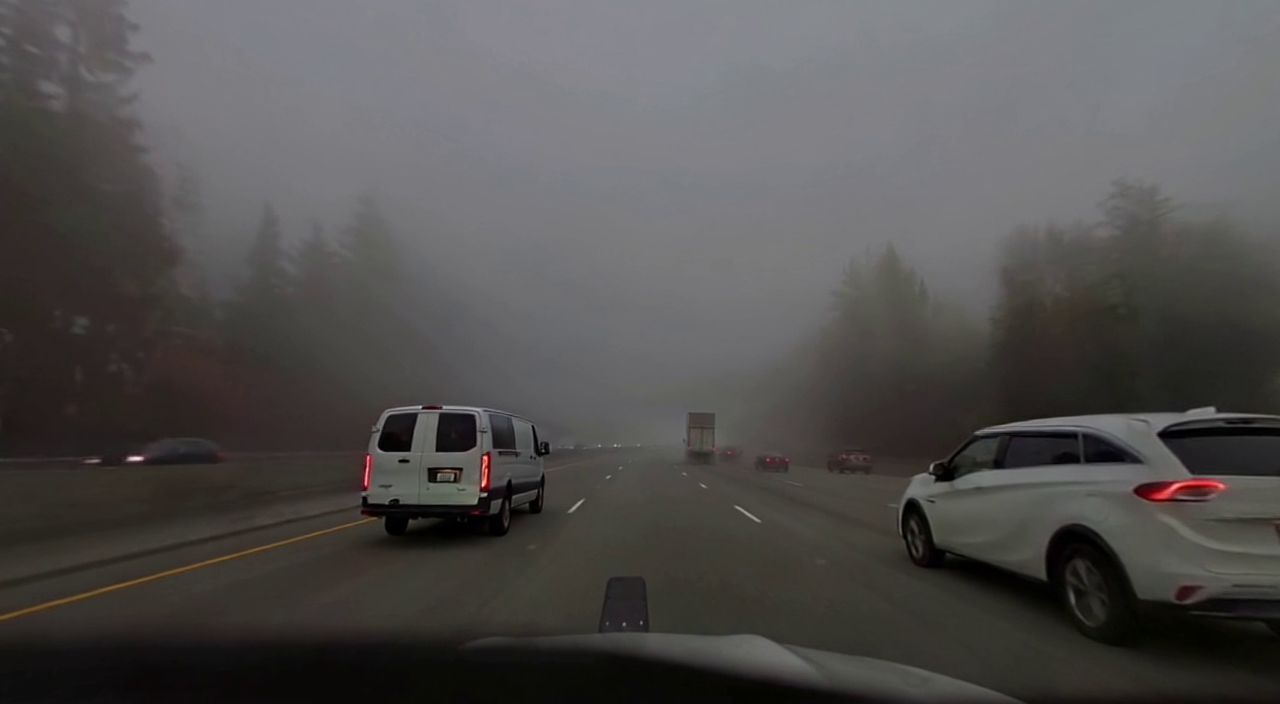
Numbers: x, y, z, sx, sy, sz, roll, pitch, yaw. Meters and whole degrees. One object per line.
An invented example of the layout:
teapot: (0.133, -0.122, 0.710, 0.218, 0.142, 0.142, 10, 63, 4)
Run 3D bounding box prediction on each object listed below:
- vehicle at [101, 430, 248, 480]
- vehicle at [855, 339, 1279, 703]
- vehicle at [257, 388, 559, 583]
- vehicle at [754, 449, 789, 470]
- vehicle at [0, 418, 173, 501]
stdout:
vehicle: (-17.913, 3.983, 24.680, 1.925, 1.719, 5.092, 0, -8, -1)
vehicle: (3.771, 1.205, 5.270, 2.209, 1.862, 4.717, 0, -8, -1)
vehicle: (-2.650, 1.712, 9.000, 2.159, 1.922, 5.345, 0, -8, 1)
vehicle: (9.956, 8.168, 48.099, 1.929, 1.470, 4.466, 0, -8, 3)
vehicle: (-15.243, 2.770, 16.614, 1.979, 1.846, 4.934, 0, -8, 1)
